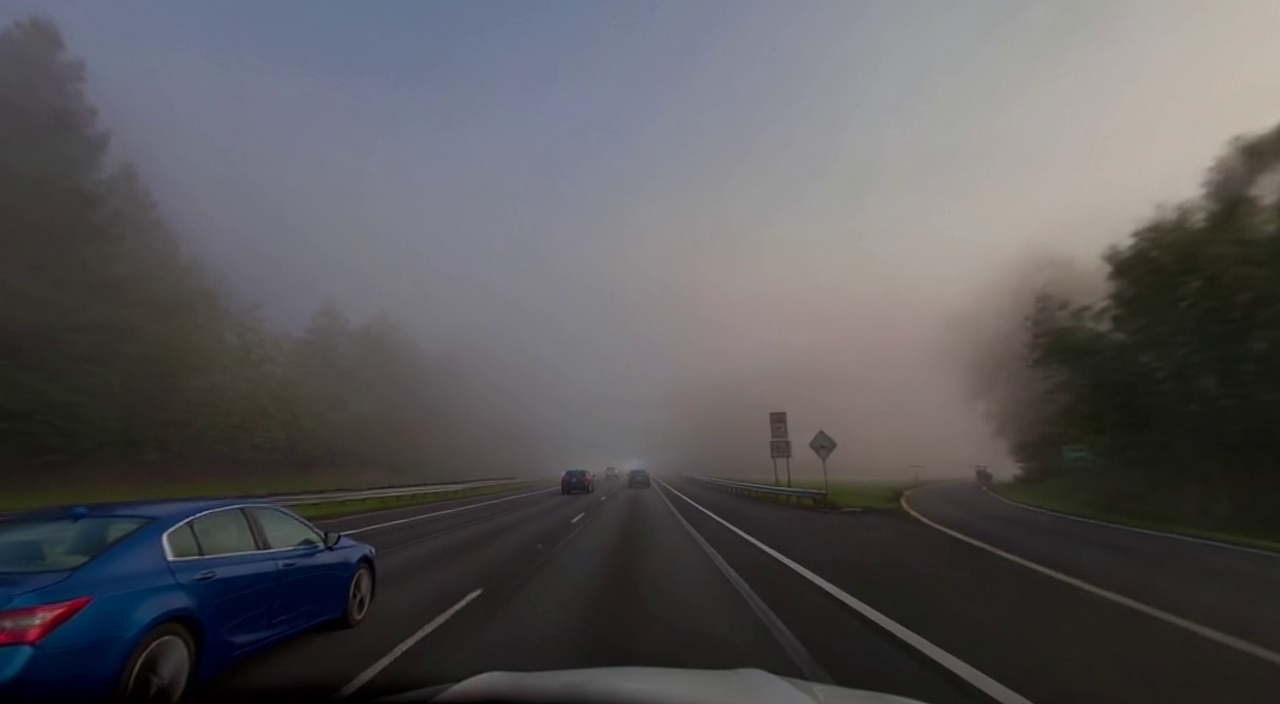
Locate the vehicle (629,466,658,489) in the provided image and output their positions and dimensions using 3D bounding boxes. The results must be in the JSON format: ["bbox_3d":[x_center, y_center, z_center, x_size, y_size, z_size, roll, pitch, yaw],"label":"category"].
[{"bbox_3d":[0.266,9.286,46.734,2.065,1.596,3.869,1,-11,0],"label":"vehicle"}]

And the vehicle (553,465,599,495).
[{"bbox_3d":[-3.521,7.175,35.529,2.047,1.523,4.279,1,-11,1],"label":"vehicle"}]
